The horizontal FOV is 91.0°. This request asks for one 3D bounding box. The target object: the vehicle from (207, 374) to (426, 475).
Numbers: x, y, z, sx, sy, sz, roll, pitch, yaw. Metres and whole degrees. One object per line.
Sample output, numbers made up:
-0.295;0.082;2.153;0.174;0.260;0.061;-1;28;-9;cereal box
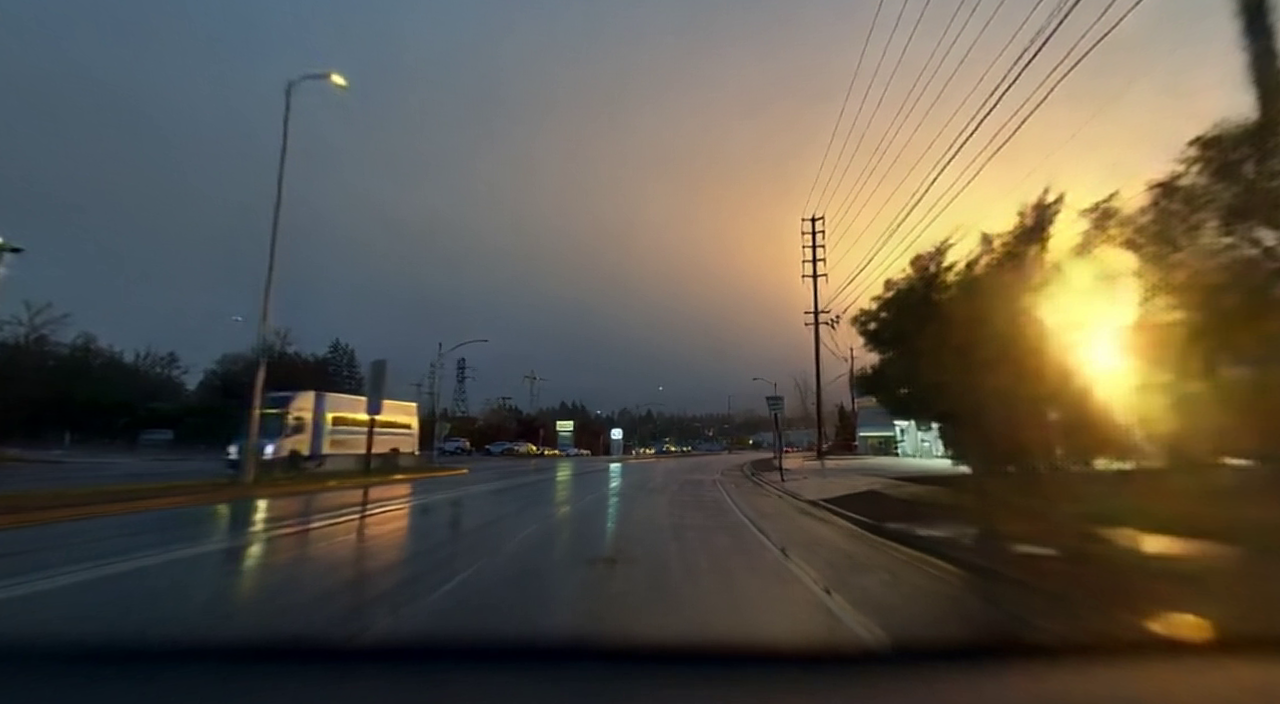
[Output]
-14.657;3.685;30.315;2.994;3.930;11.114;-1;-9;10;vehicle
